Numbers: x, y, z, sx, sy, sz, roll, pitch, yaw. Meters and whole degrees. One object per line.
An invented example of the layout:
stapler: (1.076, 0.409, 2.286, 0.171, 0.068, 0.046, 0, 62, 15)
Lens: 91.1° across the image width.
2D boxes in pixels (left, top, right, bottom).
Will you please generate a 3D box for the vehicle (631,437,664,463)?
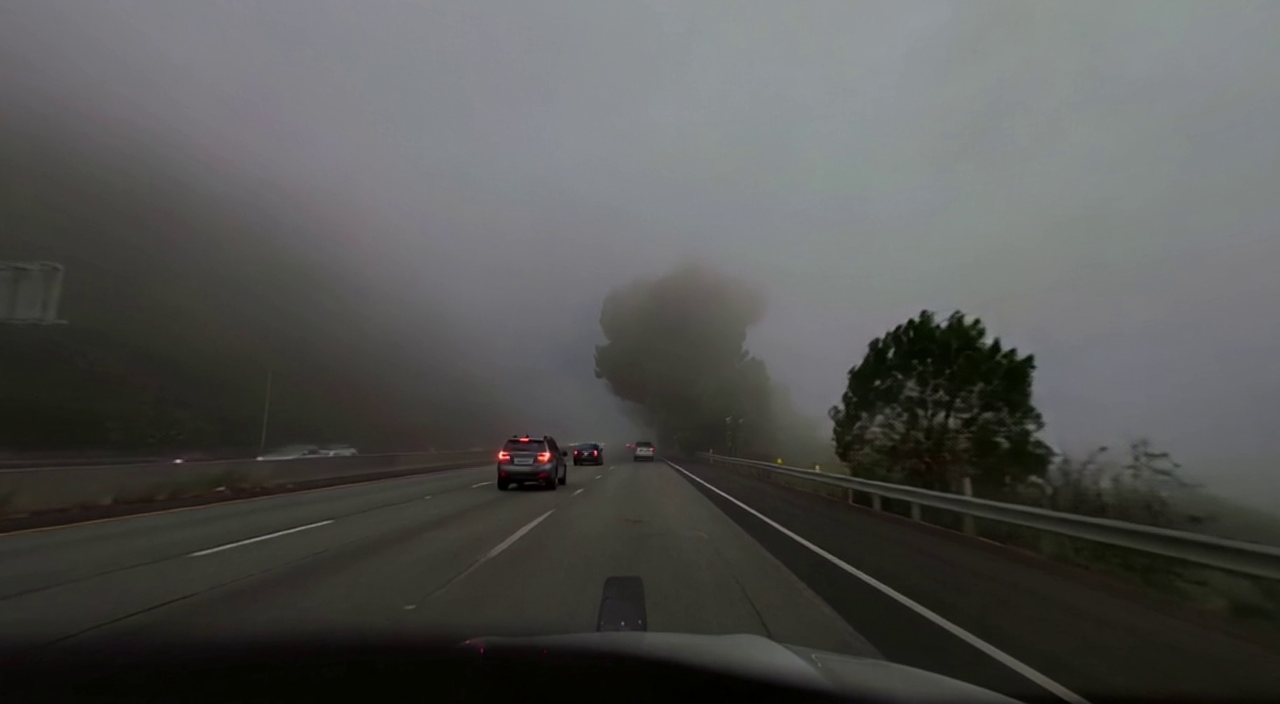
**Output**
vehicle: (0.527, 7.223, 46.242, 2.285, 1.797, 4.478, 0, -8, 0)

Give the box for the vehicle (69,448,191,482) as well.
vehicle: (-24.781, 5.490, 30.771, 1.938, 1.479, 4.731, 0, -8, 1)

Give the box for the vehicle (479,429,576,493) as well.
vehicle: (-3.221, 3.227, 18.920, 2.056, 1.679, 4.204, 0, -8, 1)

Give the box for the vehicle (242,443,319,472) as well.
vehicle: (-20.544, 6.043, 36.091, 1.852, 1.556, 4.162, 0, -8, 1)

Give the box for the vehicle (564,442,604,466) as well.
vehicle: (-3.526, 6.504, 40.151, 2.055, 1.431, 3.921, 0, -8, 2)
